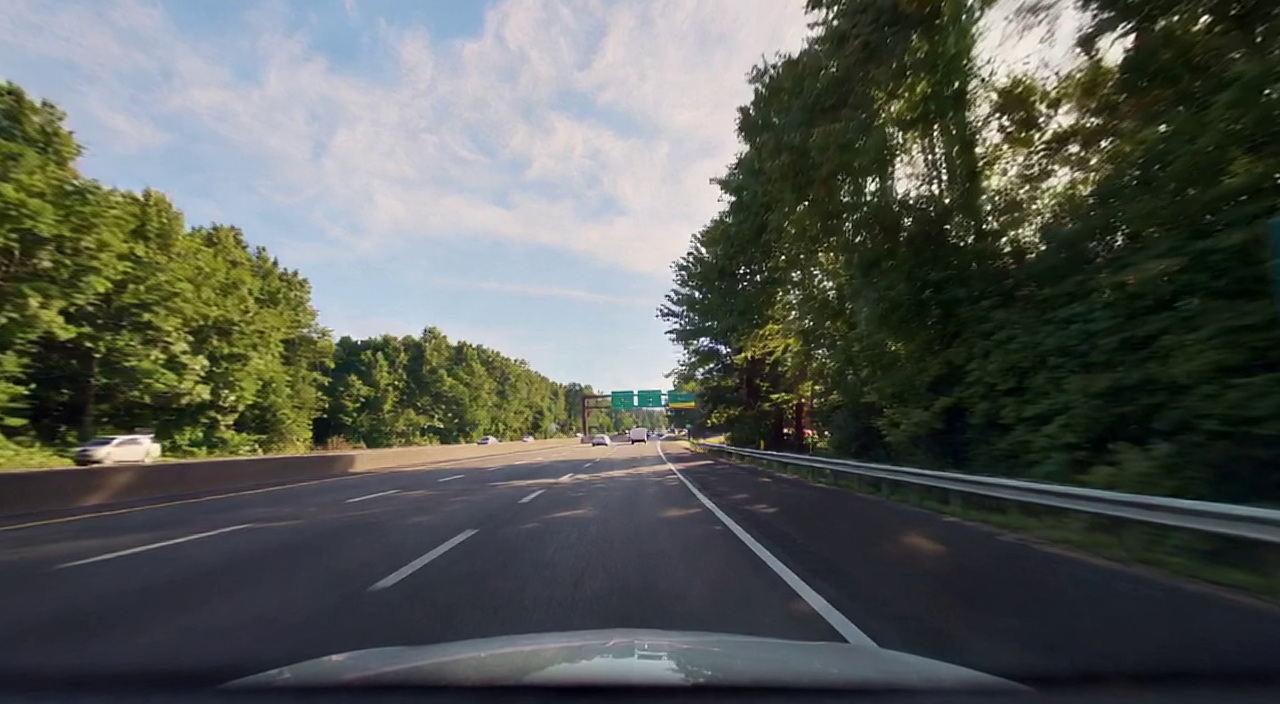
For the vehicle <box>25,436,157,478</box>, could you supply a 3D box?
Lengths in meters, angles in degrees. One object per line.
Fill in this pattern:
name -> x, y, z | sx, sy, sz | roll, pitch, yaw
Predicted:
vehicle -> -24.189, 4.595, 28.012 | 1.903, 1.705, 4.316 | 0, -8, 1
